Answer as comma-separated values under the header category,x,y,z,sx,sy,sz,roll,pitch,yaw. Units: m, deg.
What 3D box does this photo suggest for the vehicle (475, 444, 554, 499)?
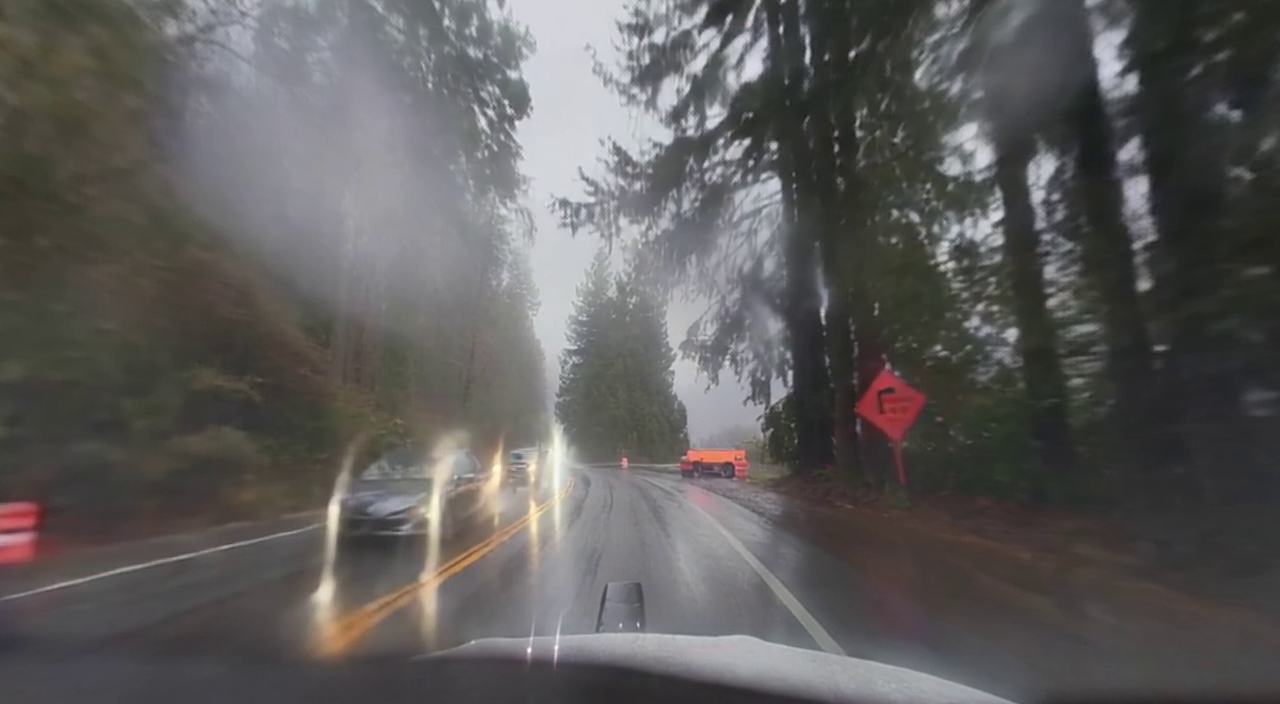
category,x,y,z,sx,sy,sz,roll,pitch,yaw
vehicle,-4.384,4.225,22.846,2.177,1.721,4.794,0,-9,-4

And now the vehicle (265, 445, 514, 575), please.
category,x,y,z,sx,sy,sz,roll,pitch,yaw
vehicle,-3.295,2.129,9.379,2.032,1.444,4.164,0,-9,-1
